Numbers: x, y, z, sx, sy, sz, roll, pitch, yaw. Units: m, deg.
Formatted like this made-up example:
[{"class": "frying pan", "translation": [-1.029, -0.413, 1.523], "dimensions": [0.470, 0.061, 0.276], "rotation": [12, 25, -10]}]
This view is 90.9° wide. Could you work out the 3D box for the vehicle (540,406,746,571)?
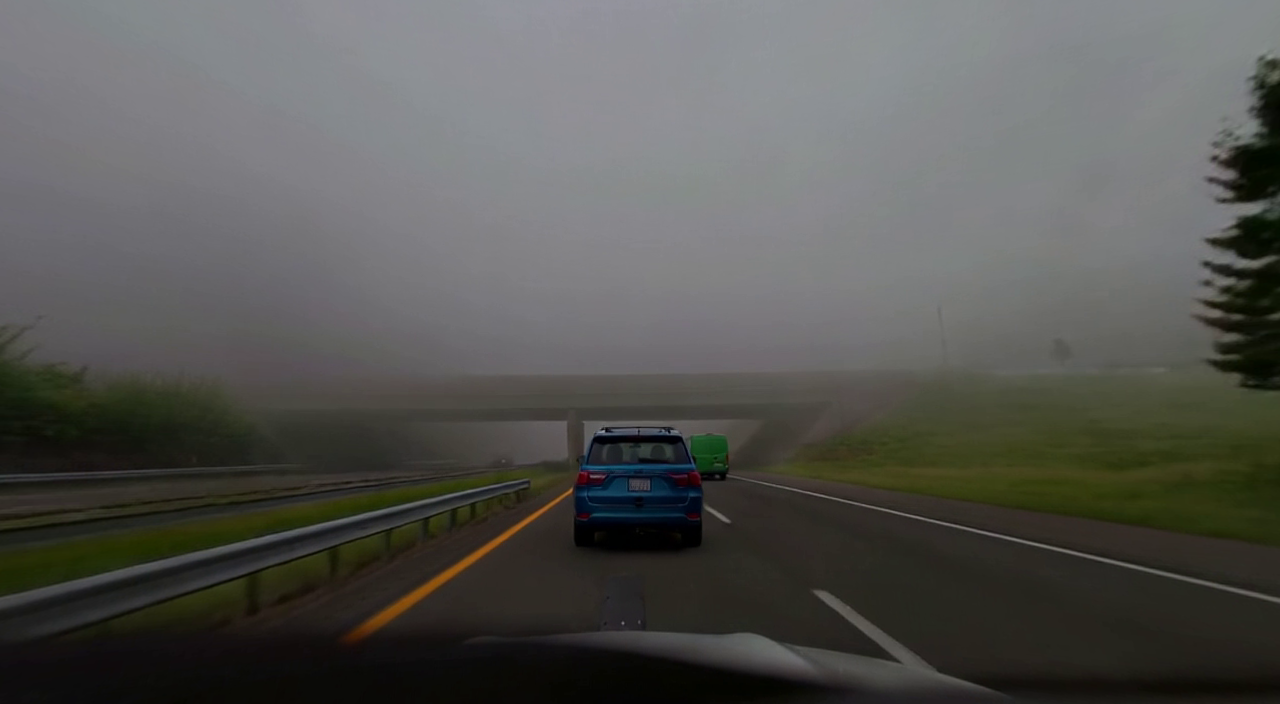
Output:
[{"class": "vehicle", "translation": [0.034, 1.837, 9.135], "dimensions": [2.288, 1.823, 4.059], "rotation": [0, -9, 0]}]
